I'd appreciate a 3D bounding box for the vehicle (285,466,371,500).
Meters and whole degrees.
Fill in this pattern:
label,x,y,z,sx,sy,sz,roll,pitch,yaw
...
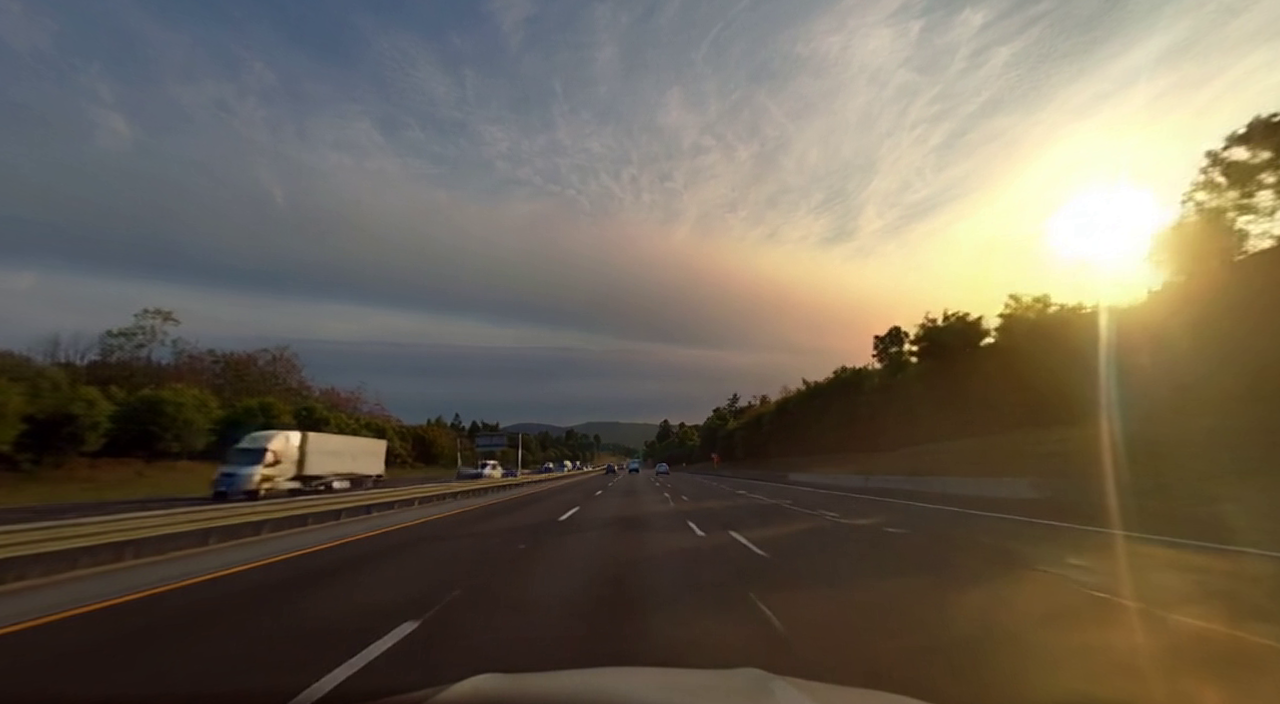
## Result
label,x,y,z,sx,sy,sz,roll,pitch,yaw
vehicle,-16.213,6.812,32.939,2.087,1.602,4.557,1,-10,0

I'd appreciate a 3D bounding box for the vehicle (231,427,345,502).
label,x,y,z,sx,sy,sz,roll,pitch,yaw
vehicle,-20.657,6.705,37.399,2.993,4.003,6.139,1,-10,-1
